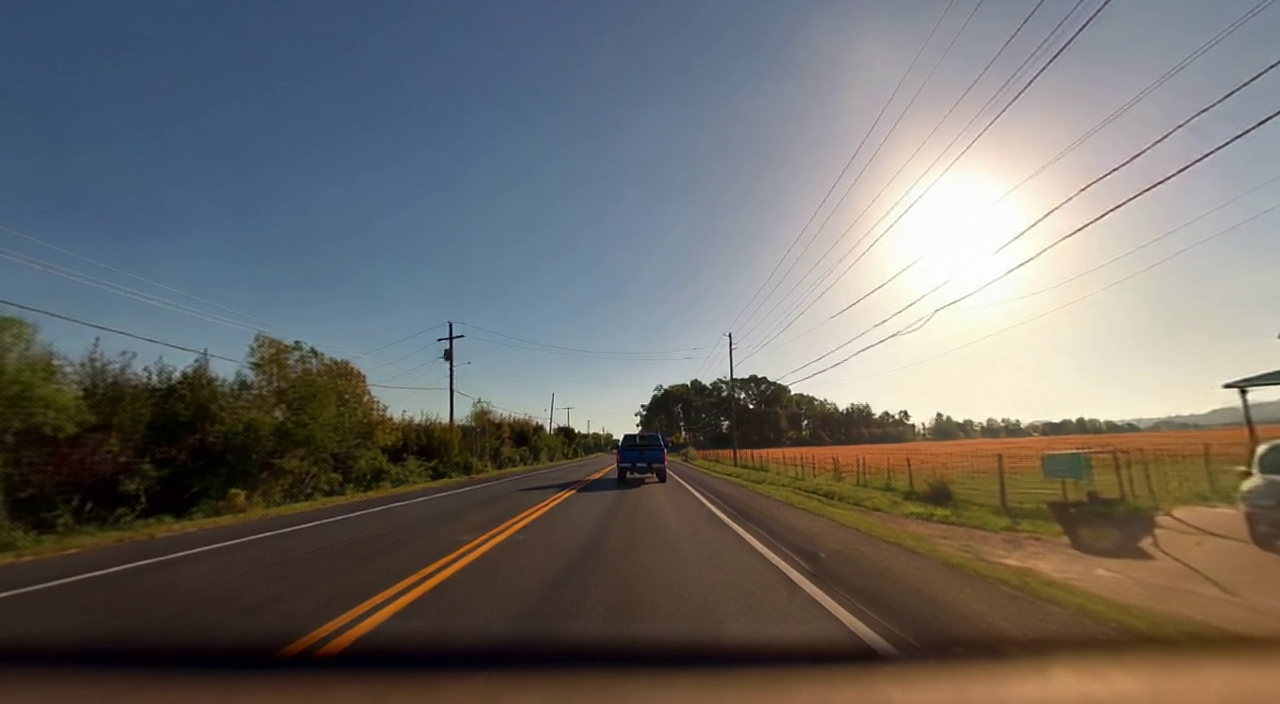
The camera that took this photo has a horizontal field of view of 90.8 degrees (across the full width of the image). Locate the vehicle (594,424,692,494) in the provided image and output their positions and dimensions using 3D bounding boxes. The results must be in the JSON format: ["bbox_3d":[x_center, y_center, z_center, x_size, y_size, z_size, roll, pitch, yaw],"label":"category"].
[{"bbox_3d":[0.057,3.713,22.483,2.921,2.031,7.416,0,-8,0],"label":"vehicle"}]
